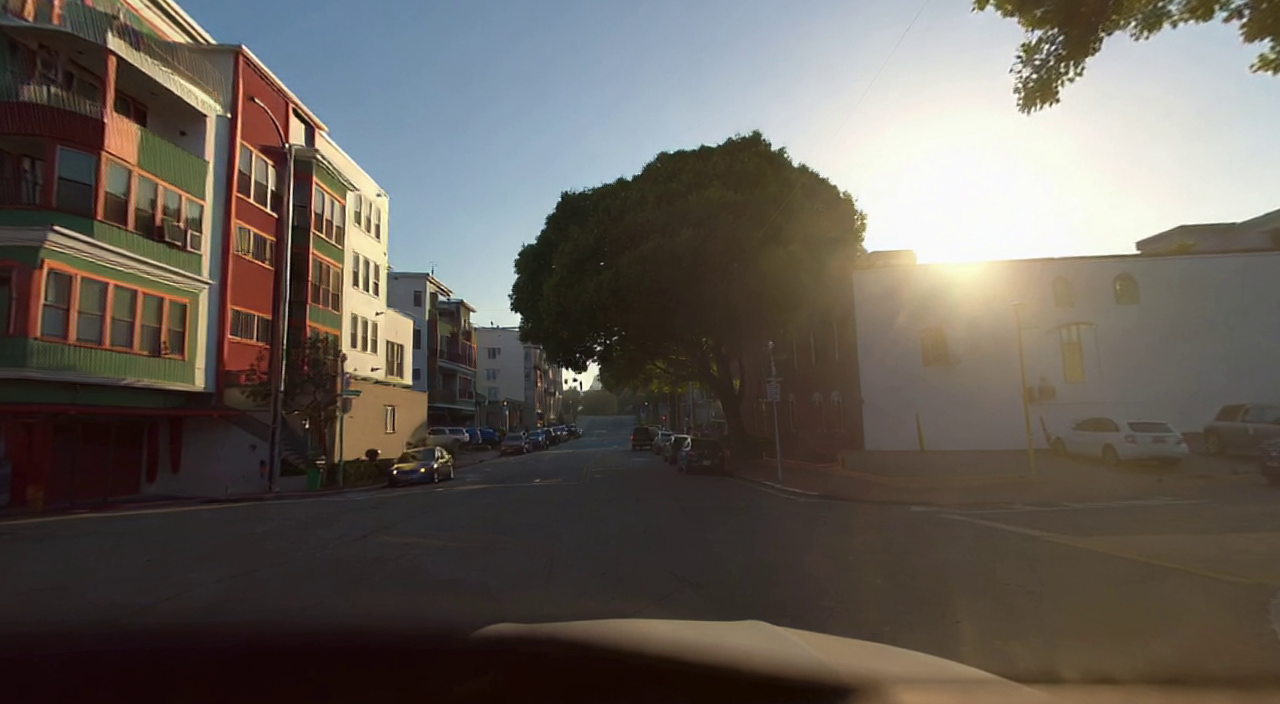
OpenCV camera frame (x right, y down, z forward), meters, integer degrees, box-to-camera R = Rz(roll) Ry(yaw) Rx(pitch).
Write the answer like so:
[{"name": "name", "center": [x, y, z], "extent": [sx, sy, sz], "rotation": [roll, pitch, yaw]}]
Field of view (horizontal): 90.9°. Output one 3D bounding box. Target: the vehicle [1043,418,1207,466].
[{"name": "vehicle", "center": [15.370, 2.892, 20.139], "extent": [3.752, 1.453, 1.709], "rotation": [0, -9, 2]}]

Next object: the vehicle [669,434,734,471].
[{"name": "vehicle", "center": [2.516, 4.298, 27.095], "extent": [2.290, 1.456, 4.503], "rotation": [0, -8, -1]}]

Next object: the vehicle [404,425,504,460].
[{"name": "vehicle", "center": [-11.424, 5.586, 38.880], "extent": [5.540, 1.950, 2.113], "rotation": [4, -12, -28]}]

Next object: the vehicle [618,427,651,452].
[{"name": "vehicle", "center": [-0.434, 6.691, 48.033], "extent": [2.412, 1.834, 4.636], "rotation": [0, -8, -1]}]
